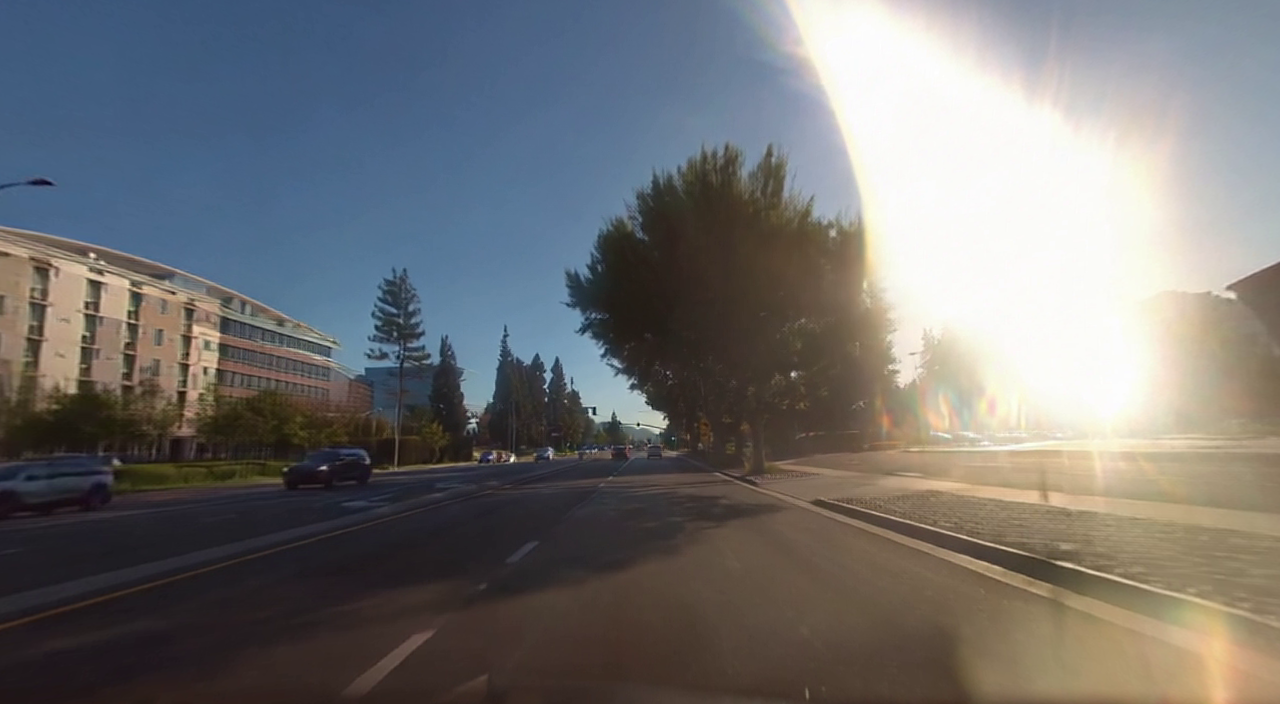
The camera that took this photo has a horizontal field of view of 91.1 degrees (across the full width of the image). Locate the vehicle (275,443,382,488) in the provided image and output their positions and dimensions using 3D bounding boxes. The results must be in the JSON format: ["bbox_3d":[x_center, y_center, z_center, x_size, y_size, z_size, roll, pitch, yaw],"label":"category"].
[{"bbox_3d":[-13.410,4.885,27.424,2.145,1.754,4.777,0,-8,1],"label":"vehicle"}]

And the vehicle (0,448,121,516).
[{"bbox_3d":[-17.316,3.594,17.406,1.998,1.724,4.486,-3,-9,0],"label":"vehicle"}]
